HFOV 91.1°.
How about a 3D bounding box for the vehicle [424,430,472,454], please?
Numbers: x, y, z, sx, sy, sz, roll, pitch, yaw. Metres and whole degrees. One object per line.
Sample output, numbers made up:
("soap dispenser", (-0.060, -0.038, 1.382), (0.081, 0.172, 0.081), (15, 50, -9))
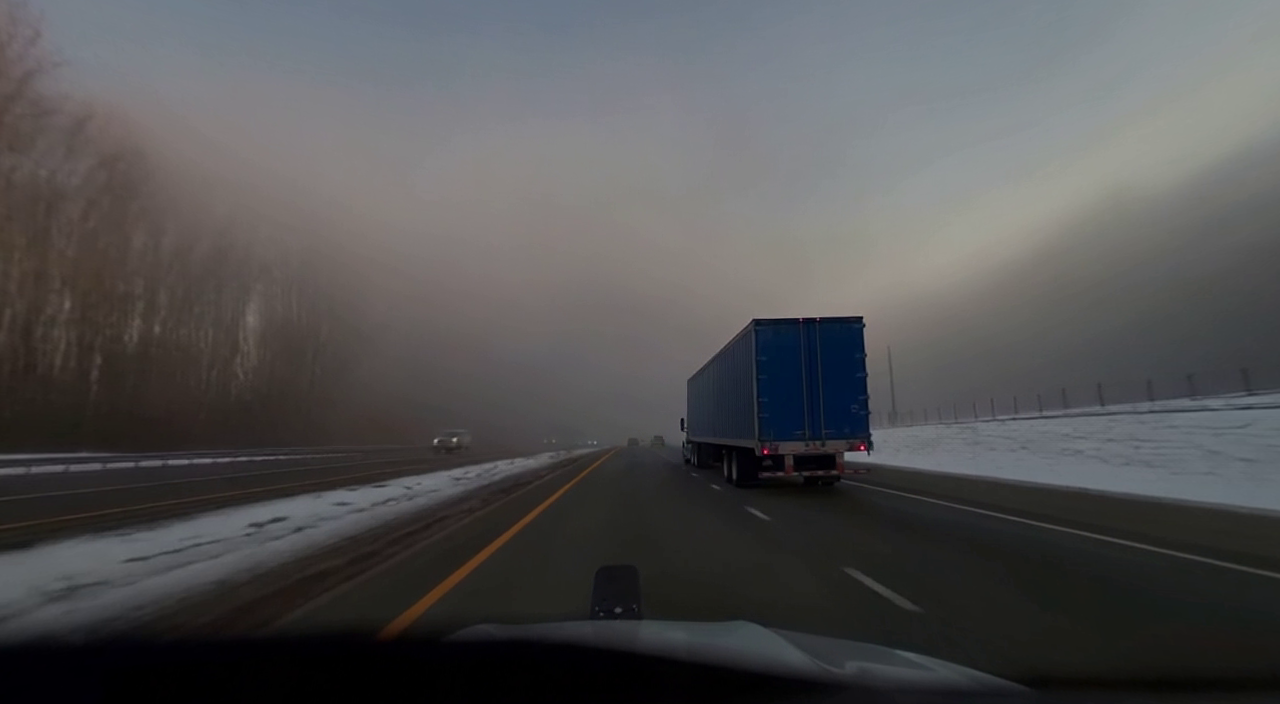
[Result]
("vehicle", (-13.152, 6.171, 43.263), (1.932, 1.537, 4.480), (0, -8, -1))

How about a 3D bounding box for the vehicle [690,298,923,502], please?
("vehicle", (4.116, 2.107, 21.683), (3.203, 4.273, 17.131), (0, -8, -1))
